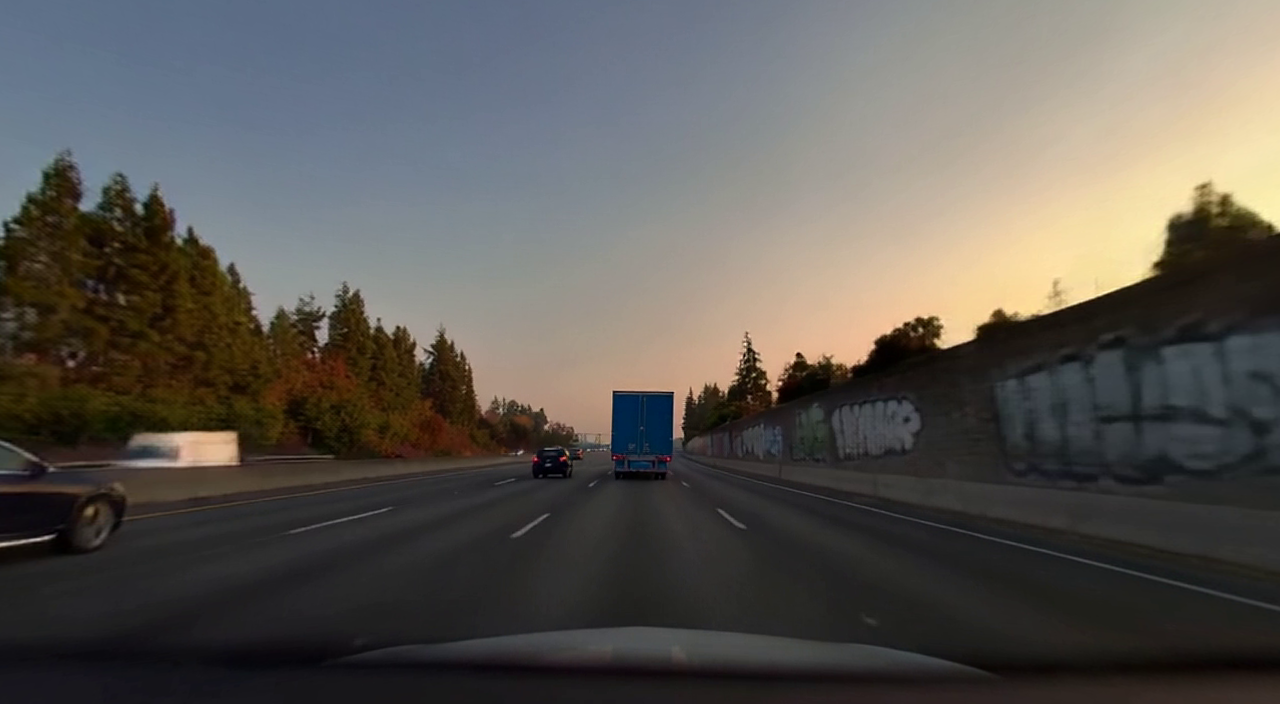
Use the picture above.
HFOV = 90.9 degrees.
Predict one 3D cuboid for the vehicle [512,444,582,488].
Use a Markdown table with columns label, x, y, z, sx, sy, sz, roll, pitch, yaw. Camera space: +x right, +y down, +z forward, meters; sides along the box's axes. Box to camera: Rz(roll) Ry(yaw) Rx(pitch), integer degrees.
| label | x | y | z | sx | sy | sz | roll | pitch | yaw |
| --- | --- | --- | --- | --- | --- | --- | --- | --- | --- |
| vehicle | -3.444 | 4.323 | 24.088 | 2.020 | 1.505 | 4.171 | 0 | -9 | 0 |

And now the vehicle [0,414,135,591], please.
| label | x | y | z | sx | sy | sz | roll | pitch | yaw |
| --- | --- | --- | --- | --- | --- | --- | --- | --- | --- |
| vehicle | -6.869 | 1.298 | 5.212 | 2.005 | 1.607 | 4.042 | 0 | -9 | -1 |

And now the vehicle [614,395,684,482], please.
| label | x | y | z | sx | sy | sz | roll | pitch | yaw |
| --- | --- | --- | --- | --- | --- | --- | --- | --- | --- |
| vehicle | 0.322 | 4.394 | 31.425 | 2.915 | 3.661 | 9.741 | 0 | -9 | 0 |
